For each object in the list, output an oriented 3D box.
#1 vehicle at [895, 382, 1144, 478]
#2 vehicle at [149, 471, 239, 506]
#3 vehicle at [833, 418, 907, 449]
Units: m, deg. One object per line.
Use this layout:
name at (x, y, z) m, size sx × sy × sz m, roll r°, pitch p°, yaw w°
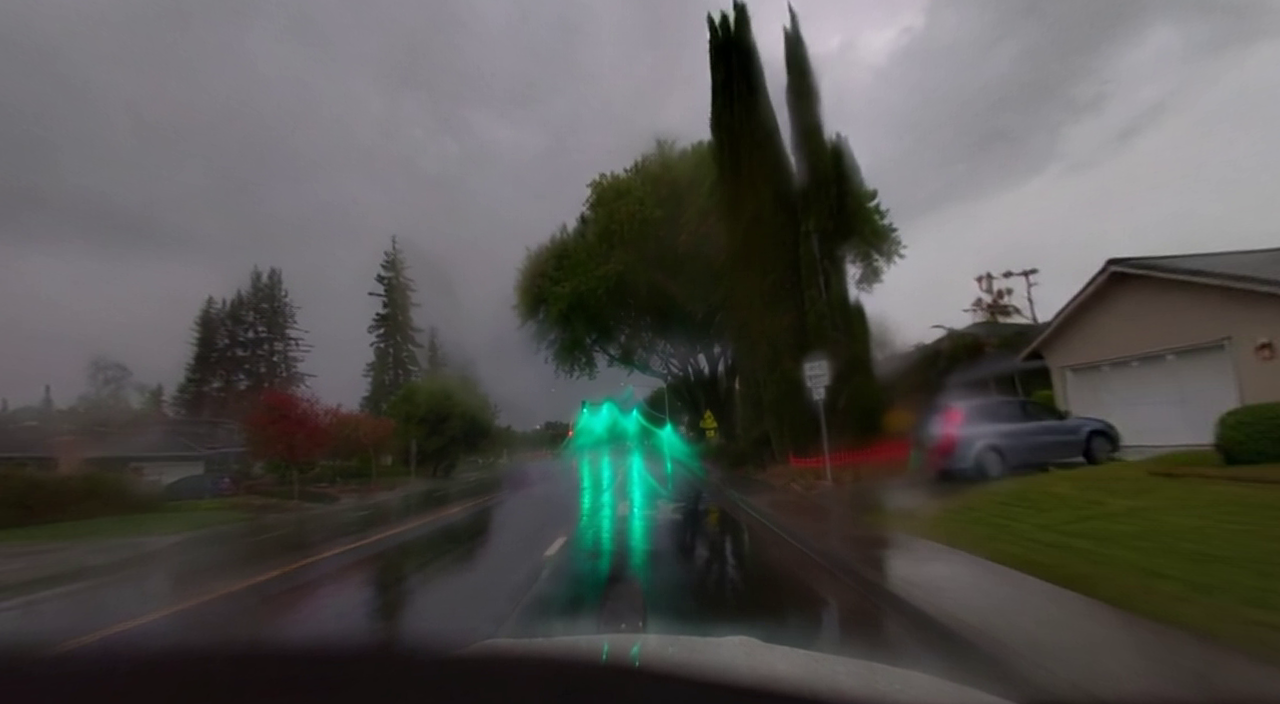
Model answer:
vehicle at (8.235, 1.721, 13.724) m, size 4.636 × 1.823 × 1.997 m, roll 2°, pitch -9°, yaw -18°
vehicle at (-22.423, 6.842, 31.745) m, size 1.847 × 1.461 × 3.659 m, roll 0°, pitch -8°, yaw 0°
vehicle at (14.696, 5.250, 40.254) m, size 3.917 × 1.454 × 1.725 m, roll -7°, pitch -8°, yaw 0°
